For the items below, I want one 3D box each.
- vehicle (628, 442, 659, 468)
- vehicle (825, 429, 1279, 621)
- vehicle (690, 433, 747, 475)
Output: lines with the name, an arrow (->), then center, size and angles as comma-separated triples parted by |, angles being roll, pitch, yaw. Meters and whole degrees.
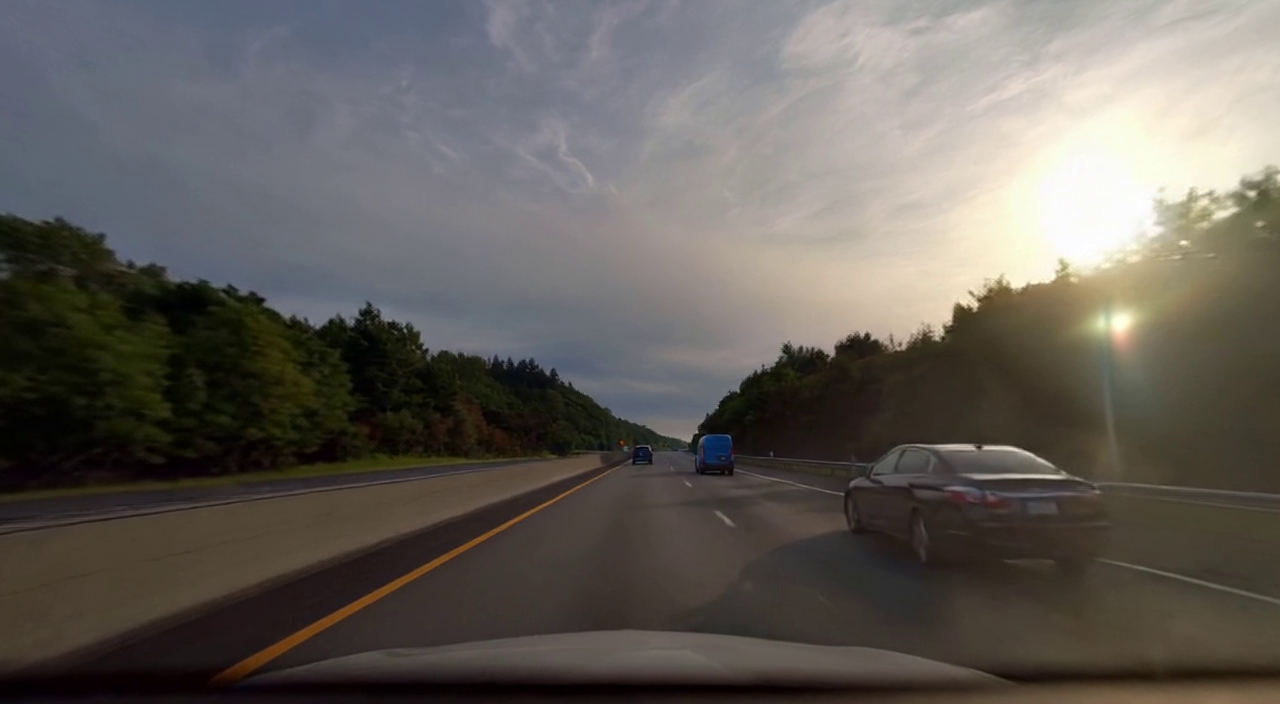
vehicle -> 0.259, 7.182, 44.091 | 2.087, 1.707, 4.316 | 0, -9, 1
vehicle -> 3.897, 1.687, 7.276 | 2.043, 1.431, 4.922 | 0, -9, 0
vehicle -> 4.120, 5.490, 34.071 | 2.371, 2.045, 4.768 | 0, -9, -1
